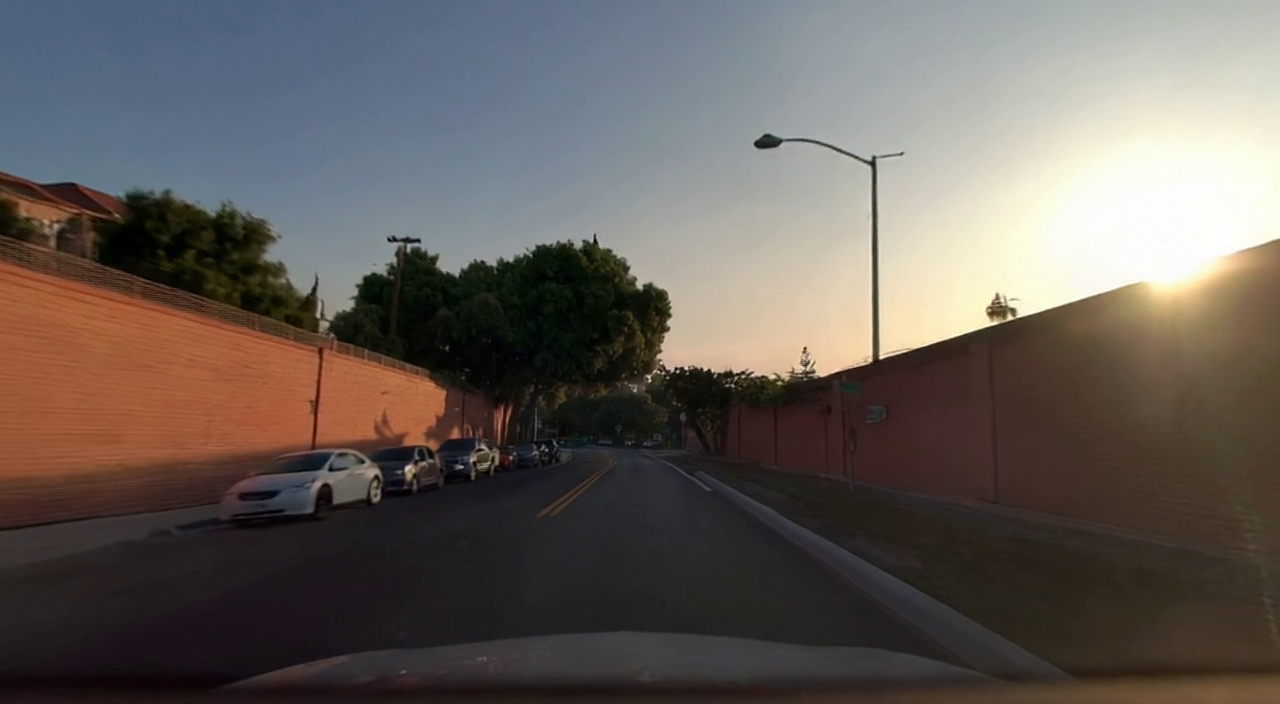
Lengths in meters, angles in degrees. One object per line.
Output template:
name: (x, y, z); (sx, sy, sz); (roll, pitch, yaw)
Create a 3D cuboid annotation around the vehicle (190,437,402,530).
vehicle: (-6.721, 2.557, 13.023); (1.989, 1.485, 4.218); (2, -7, 0)

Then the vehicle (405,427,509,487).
vehicle: (-6.552, 3.835, 23.417); (2.150, 1.854, 5.551); (2, -8, 0)
